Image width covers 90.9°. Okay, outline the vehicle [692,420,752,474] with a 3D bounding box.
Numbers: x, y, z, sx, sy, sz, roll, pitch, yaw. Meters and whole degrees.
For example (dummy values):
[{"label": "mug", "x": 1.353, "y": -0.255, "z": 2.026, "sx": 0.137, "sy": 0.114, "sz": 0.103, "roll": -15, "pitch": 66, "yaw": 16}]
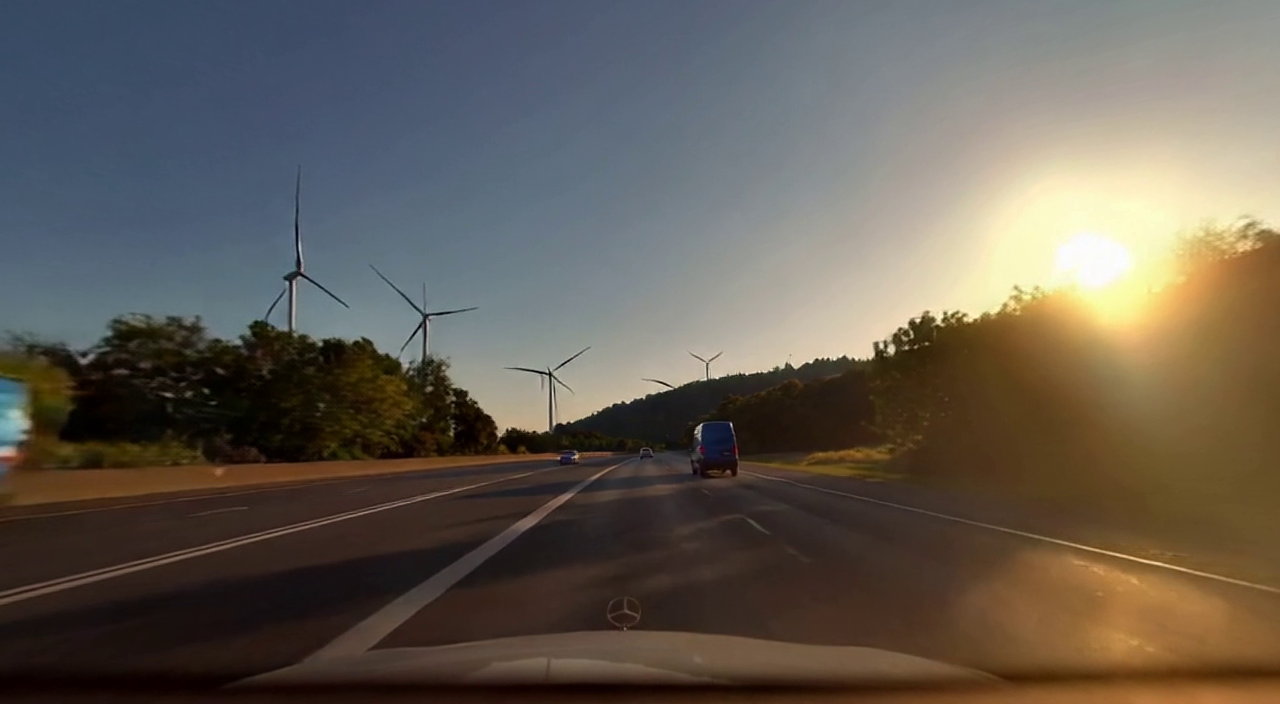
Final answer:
[{"label": "vehicle", "x": 4.361, "y": 5.235, "z": 34.670, "sx": 2.437, "sy": 2.735, "sz": 5.507, "roll": 0, "pitch": -9, "yaw": -1}]
